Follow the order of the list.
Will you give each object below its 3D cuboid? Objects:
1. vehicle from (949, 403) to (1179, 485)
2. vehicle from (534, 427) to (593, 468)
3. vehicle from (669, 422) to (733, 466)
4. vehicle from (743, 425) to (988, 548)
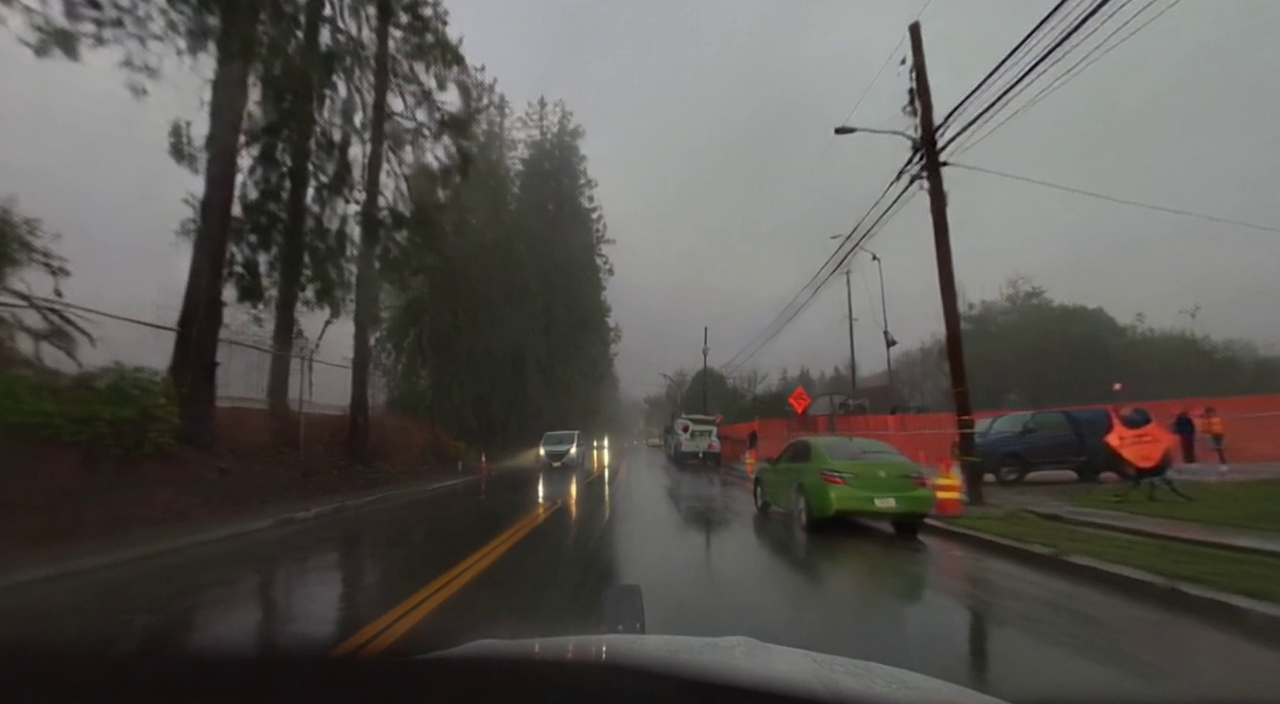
[{"bbox_3d":[11.278,2.493,17.133,4.633,2.059,2.050,0,-9,2],"label":"vehicle"},{"bbox_3d":[-3.836,4.981,32.895,2.358,1.921,5.675,0,-9,0],"label":"vehicle"},{"bbox_3d":[3.098,4.940,33.729,2.759,2.114,6.152,0,-9,0],"label":"vehicle"},{"bbox_3d":[3.161,2.003,10.145,2.006,1.482,4.722,0,-9,-3],"label":"vehicle"}]
